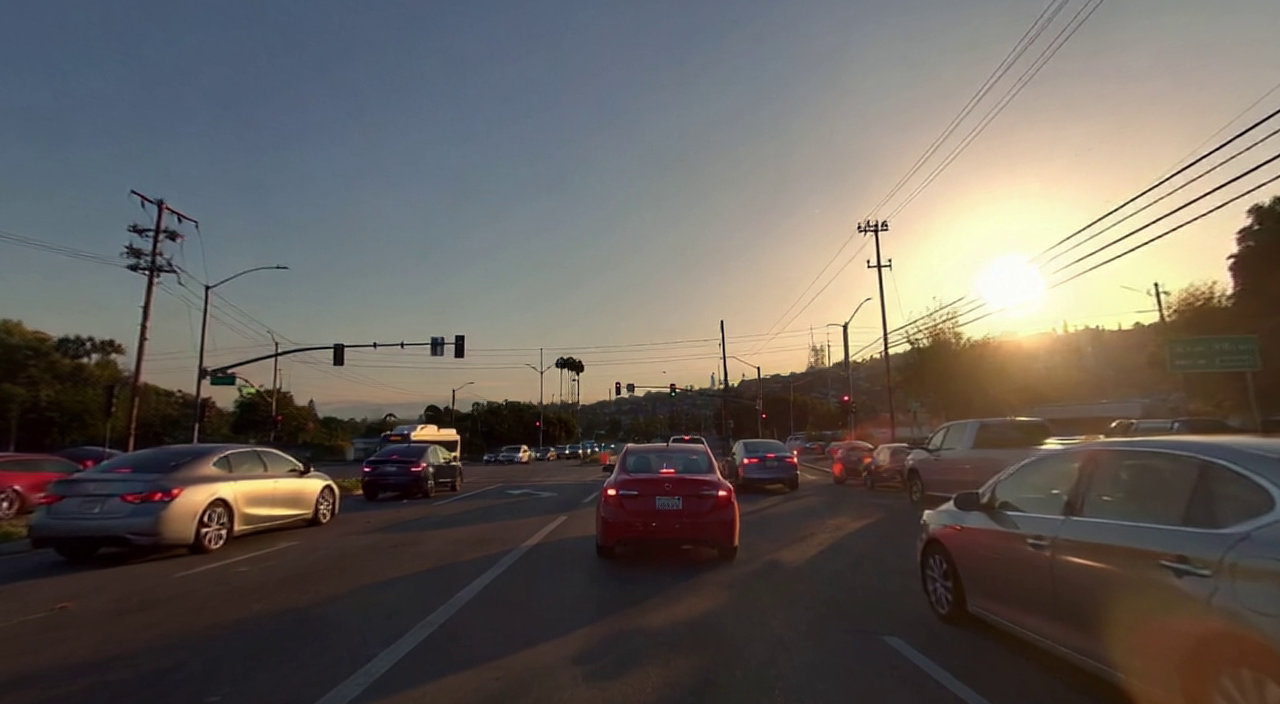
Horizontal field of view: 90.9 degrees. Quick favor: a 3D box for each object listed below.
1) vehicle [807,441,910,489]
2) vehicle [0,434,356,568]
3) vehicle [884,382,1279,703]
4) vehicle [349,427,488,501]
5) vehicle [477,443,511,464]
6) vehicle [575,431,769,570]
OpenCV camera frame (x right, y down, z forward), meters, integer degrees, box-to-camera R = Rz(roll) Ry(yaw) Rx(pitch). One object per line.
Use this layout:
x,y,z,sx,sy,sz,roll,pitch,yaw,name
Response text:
7.283,3.778,21.545,1.867,1.459,4.436,0,-8,-1,vehicle
-6.405,2.035,9.551,1.955,1.497,4.639,-1,-8,1,vehicle
3.129,1.065,3.537,1.870,1.523,4.096,0,-8,0,vehicle
-6.237,3.209,18.582,2.070,1.824,5.196,-1,-8,2,vehicle
-11.540,8.051,49.993,1.771,1.574,3.817,-1,-8,0,vehicle
0.330,1.906,8.901,2.109,1.483,3.964,0,-8,0,vehicle
